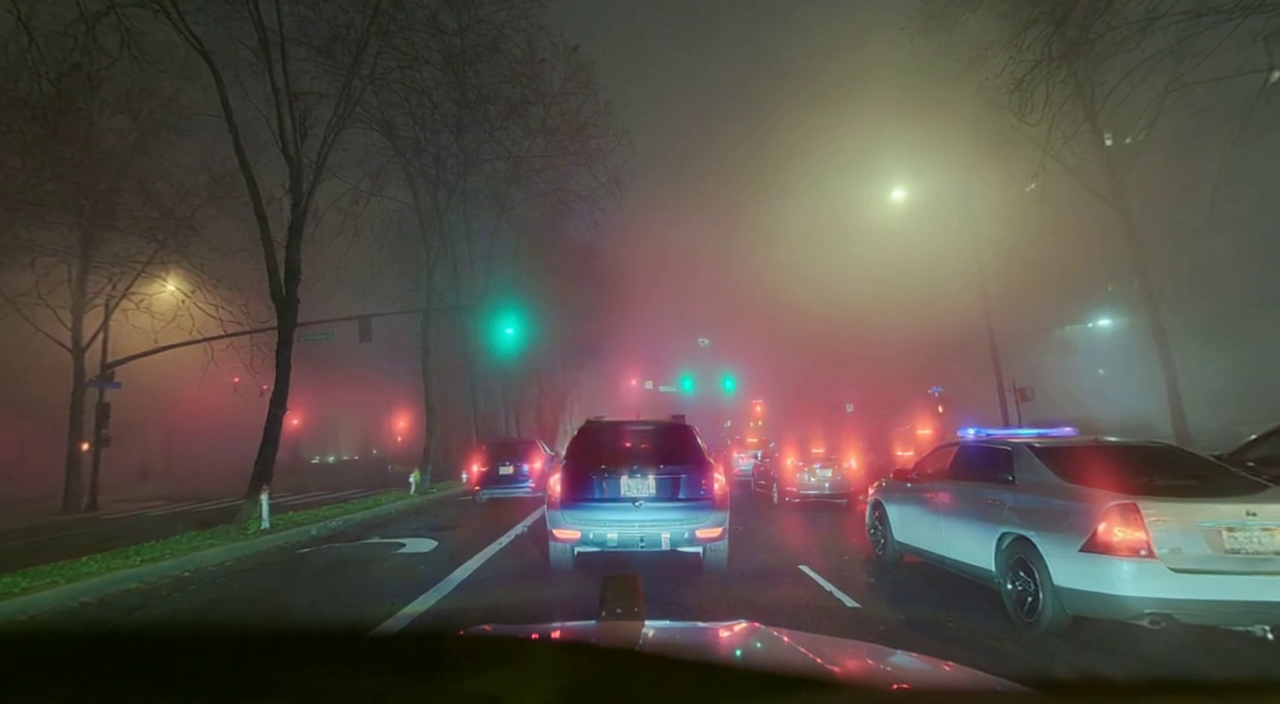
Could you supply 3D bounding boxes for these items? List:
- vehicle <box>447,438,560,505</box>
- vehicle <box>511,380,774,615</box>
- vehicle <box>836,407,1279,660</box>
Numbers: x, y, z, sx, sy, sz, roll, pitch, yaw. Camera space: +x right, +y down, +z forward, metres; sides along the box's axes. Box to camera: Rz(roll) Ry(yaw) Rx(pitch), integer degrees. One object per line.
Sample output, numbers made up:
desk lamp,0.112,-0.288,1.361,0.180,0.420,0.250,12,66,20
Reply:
vehicle,-3.306,2.977,16.209,1.913,1.464,4.276,0,-8,0
vehicle,-0.029,1.456,7.256,2.038,1.819,4.505,0,-8,-1
vehicle,3.650,1.409,6.078,1.995,1.483,4.533,0,-8,-1
